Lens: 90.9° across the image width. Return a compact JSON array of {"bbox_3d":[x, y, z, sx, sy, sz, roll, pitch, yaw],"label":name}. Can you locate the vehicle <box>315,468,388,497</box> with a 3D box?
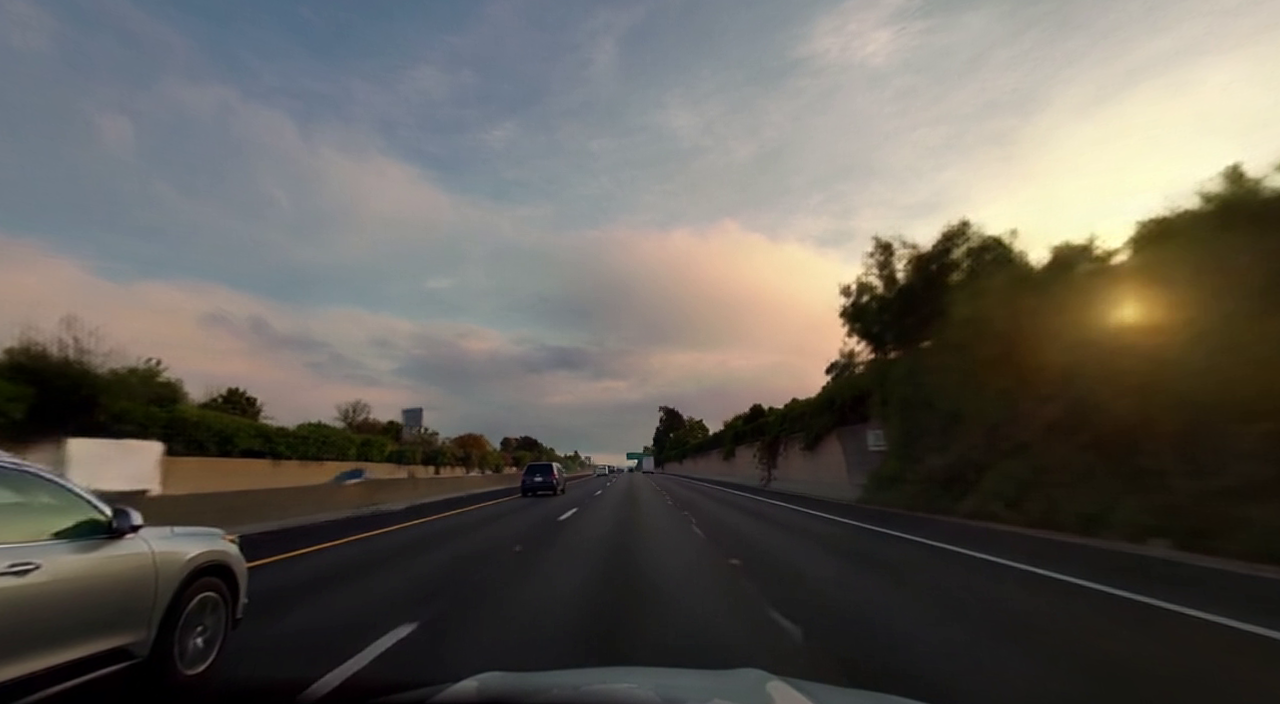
[{"bbox_3d":[-16.368,7.401,36.026,1.938,1.479,4.676,1,-10,0],"label":"vehicle"}]

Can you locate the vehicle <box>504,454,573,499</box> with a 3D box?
[{"bbox_3d":[-4.319,5.443,27.677,2.178,1.736,4.847,1,-10,0],"label":"vehicle"}]

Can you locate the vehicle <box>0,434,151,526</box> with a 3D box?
[{"bbox_3d":[-20.368,4.257,21.281,2.557,2.682,6.194,1,-10,0],"label":"vehicle"}]
